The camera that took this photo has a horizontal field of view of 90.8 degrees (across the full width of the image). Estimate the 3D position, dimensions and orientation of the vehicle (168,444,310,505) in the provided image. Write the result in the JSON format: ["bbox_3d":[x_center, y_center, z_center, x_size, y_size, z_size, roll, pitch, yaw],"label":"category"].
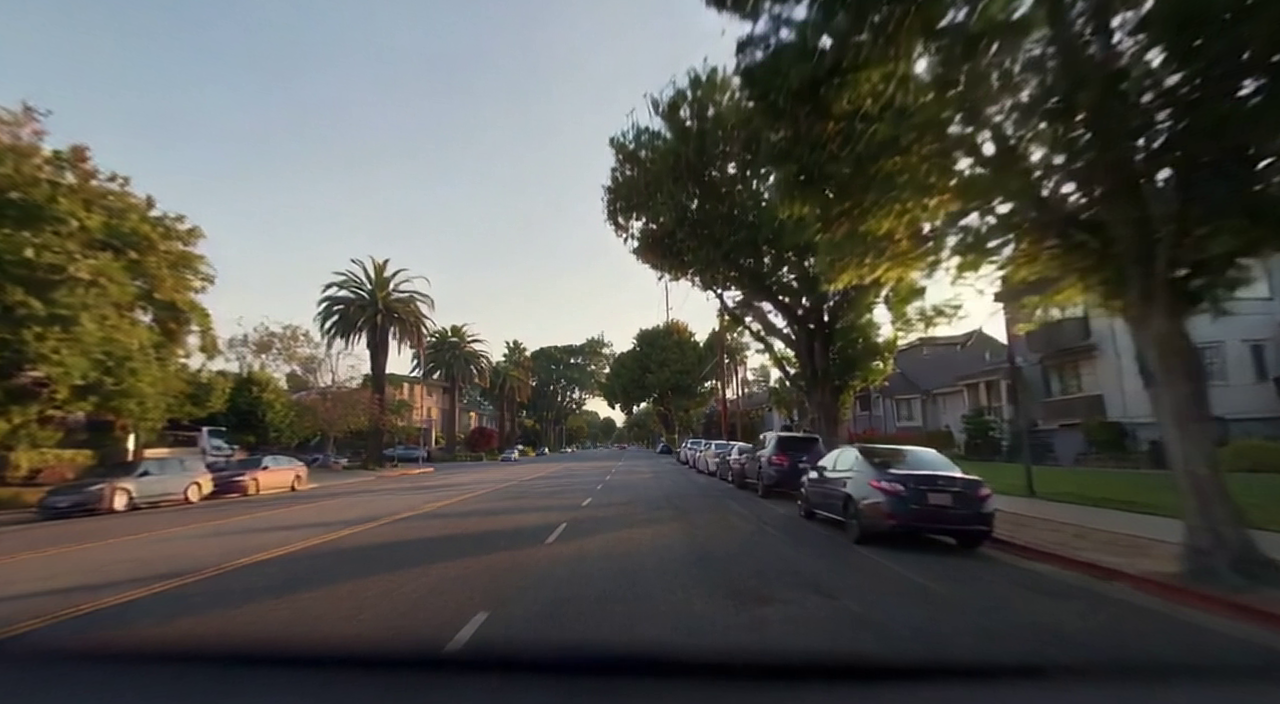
[{"bbox_3d":[-13.711,4.153,22.004,1.926,1.790,4.494,0,-7,1],"label":"vehicle"}]

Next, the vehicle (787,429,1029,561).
[{"bbox_3d":[3.700,2.036,9.773,1.981,1.546,4.372,0,-9,3],"label":"vehicle"}]

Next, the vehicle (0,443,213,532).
[{"bbox_3d":[-13.640,3.349,16.365,2.047,1.783,4.572,-1,-7,-2],"label":"vehicle"}]
